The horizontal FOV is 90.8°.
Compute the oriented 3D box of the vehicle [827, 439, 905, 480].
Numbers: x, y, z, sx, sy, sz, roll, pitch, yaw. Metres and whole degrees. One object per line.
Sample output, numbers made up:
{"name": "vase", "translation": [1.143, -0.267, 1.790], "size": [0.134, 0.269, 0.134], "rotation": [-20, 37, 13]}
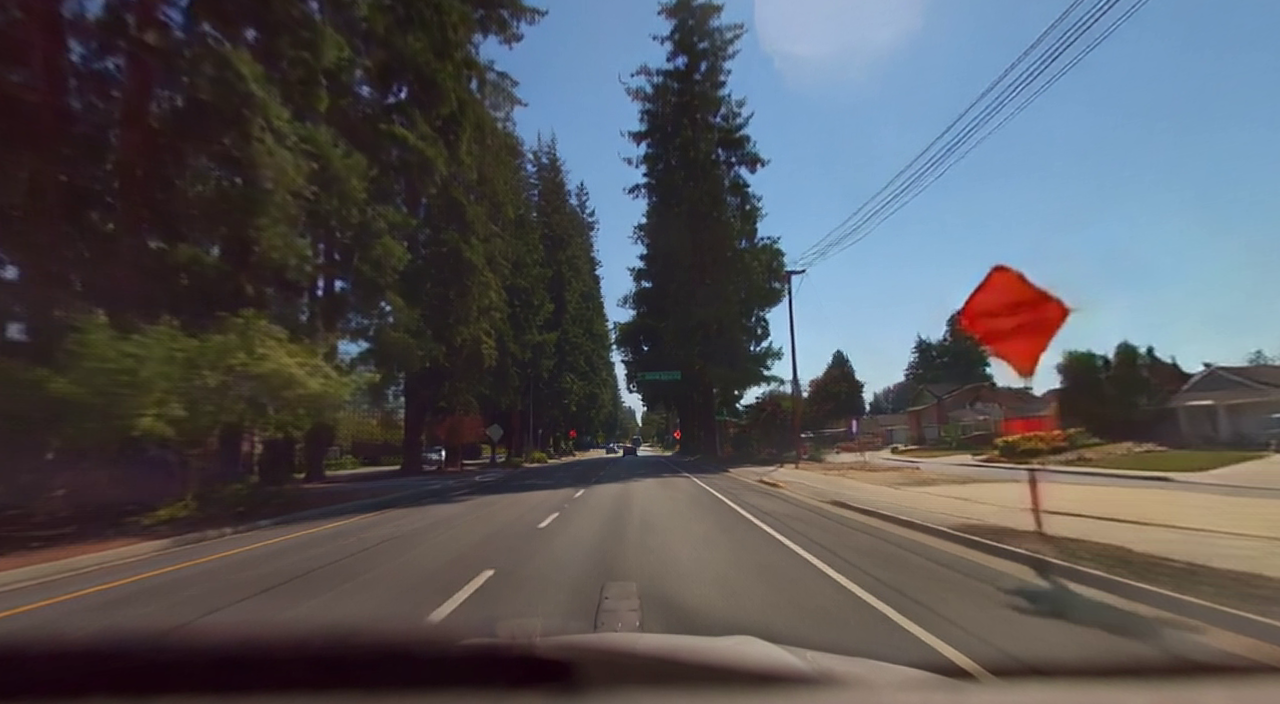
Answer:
{"name": "vehicle", "translation": [8.673, 4.152, 24.587], "size": [1.733, 1.449, 3.764], "rotation": [0, -9, 1]}
